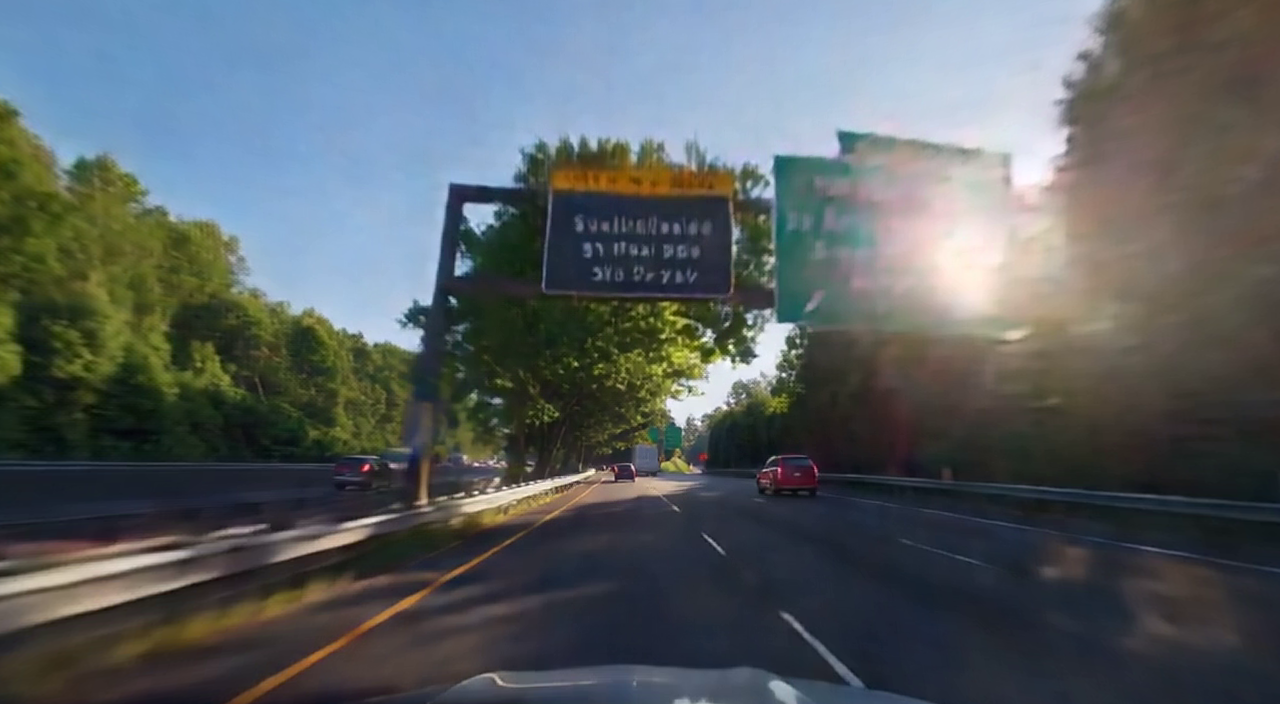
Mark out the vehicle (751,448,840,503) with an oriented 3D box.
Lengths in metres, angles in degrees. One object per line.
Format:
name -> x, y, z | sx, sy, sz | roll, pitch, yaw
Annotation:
vehicle -> 5.544, 4.512, 23.133 | 1.998, 1.776, 4.663 | 1, -11, -1

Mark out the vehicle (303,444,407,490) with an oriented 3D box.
vehicle -> -11.467, 4.710, 25.767 | 1.952, 1.618, 4.859 | 1, -11, 0

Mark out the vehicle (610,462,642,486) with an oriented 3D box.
vehicle -> -0.947, 8.000, 41.423 | 1.987, 1.467, 3.903 | 1, -11, -2
